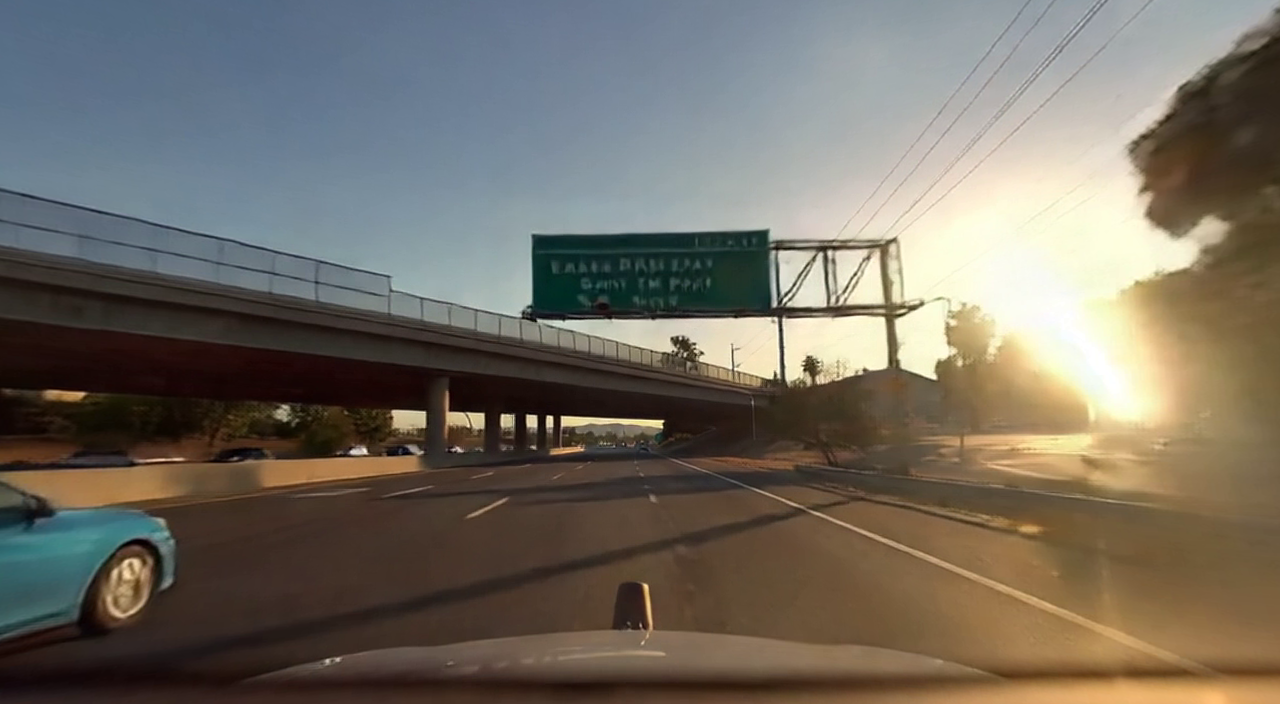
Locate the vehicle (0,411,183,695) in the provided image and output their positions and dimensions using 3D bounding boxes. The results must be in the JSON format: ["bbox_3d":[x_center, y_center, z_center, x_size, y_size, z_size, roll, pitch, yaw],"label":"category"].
[{"bbox_3d":[-4.567,0.956,2.494,2.105,1.551,4.602,0,-9,-1],"label":"vehicle"}]
